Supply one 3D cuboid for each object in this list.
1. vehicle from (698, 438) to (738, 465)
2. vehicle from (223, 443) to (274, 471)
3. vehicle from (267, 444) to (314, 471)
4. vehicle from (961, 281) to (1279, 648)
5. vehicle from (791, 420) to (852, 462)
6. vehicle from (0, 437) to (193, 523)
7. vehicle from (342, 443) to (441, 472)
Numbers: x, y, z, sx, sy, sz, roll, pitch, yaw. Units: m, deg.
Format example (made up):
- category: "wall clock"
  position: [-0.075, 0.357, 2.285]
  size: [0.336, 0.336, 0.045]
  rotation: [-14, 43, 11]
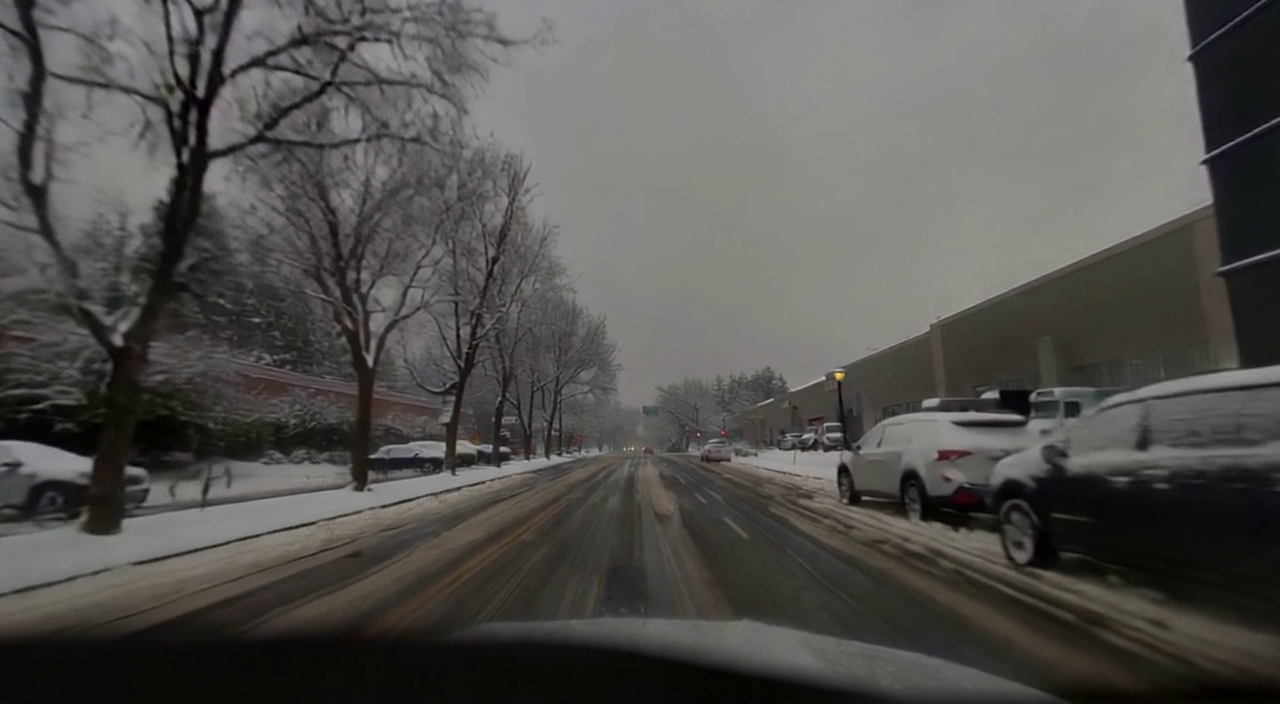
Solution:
- category: "vehicle"
  position: [5.978, 7.683, 48.843]
  size: [2.338, 1.942, 5.267]
  rotation: [0, -9, -1]
- category: "vehicle"
  position: [-27.385, 7.334, 44.275]
  size: [2.026, 1.723, 4.322]
  rotation: [3, -8, -19]
- category: "vehicle"
  position: [-24.742, 7.470, 44.835]
  size: [2.026, 1.723, 4.633]
  rotation: [4, -9, -19]
- category: "vehicle"
  position: [5.732, 0.946, 5.474]
  size: [2.596, 2.509, 6.178]
  rotation: [0, -9, 0]
- category: "vehicle"
  position: [13.140, 6.551, 46.156]
  size: [2.935, 2.889, 5.499]
  rotation: [0, -9, 1]
- category: "vehicle"
  position: [-13.039, 2.740, 13.811]
  size: [4.831, 1.700, 2.111]
  rotation: [0, -9, 0]
- category: "vehicle"
  position: [-14.624, 6.236, 37.381]
  size: [4.954, 1.614, 2.227]
  rotation: [0, -9, -5]
